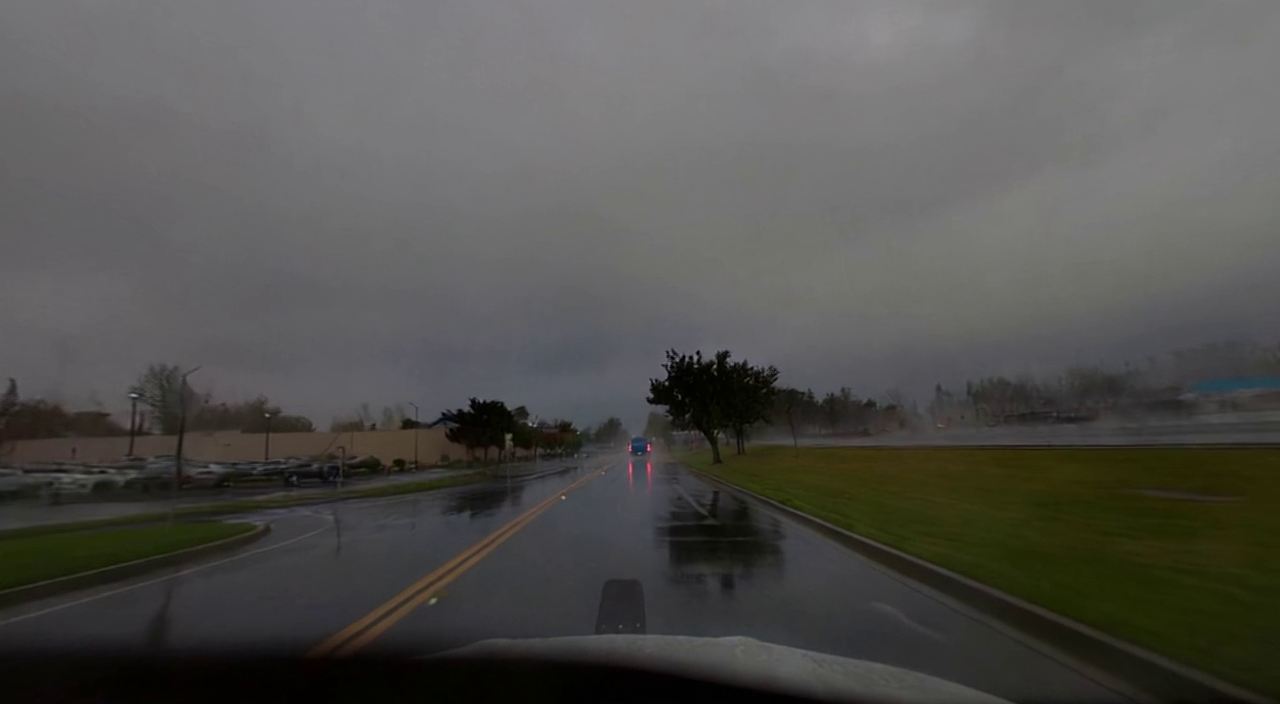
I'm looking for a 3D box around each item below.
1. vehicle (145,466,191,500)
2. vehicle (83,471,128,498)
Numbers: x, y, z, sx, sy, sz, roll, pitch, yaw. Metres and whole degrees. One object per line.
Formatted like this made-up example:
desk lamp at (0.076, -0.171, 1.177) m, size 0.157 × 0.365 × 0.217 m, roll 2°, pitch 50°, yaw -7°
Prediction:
vehicle at (-27.838, 7.667, 37.335) m, size 1.930 × 1.718 × 4.438 m, roll 6°, pitch -10°, yaw -35°
vehicle at (-32.023, 7.903, 37.813) m, size 1.747 × 1.468 × 3.972 m, roll 7°, pitch -13°, yaw -42°
